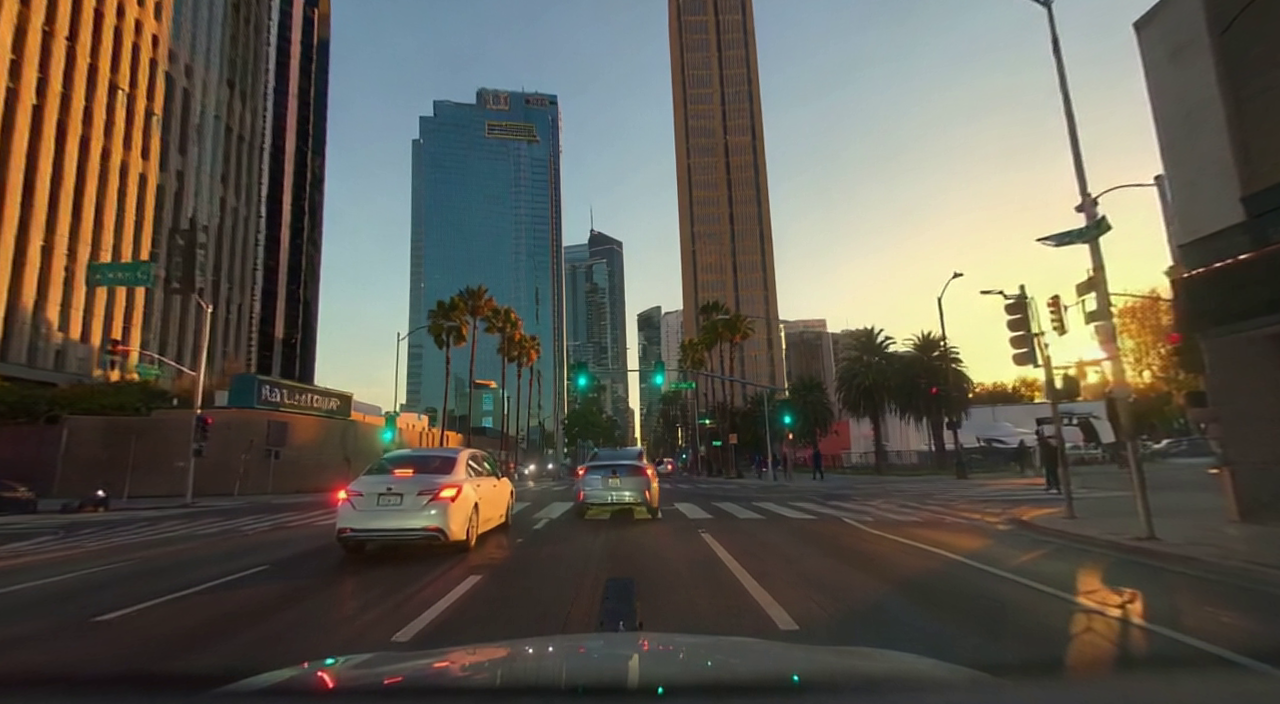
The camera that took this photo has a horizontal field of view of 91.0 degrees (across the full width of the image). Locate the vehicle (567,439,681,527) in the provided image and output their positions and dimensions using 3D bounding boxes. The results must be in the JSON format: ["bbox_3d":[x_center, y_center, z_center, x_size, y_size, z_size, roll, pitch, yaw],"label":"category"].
[{"bbox_3d":[-0.341,2.788,14.008,2.145,1.632,3.972,0,-8,-1],"label":"vehicle"}]

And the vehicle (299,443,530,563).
[{"bbox_3d":[-3.296,2.282,10.422,2.096,1.492,4.666,0,-8,0],"label":"vehicle"}]
